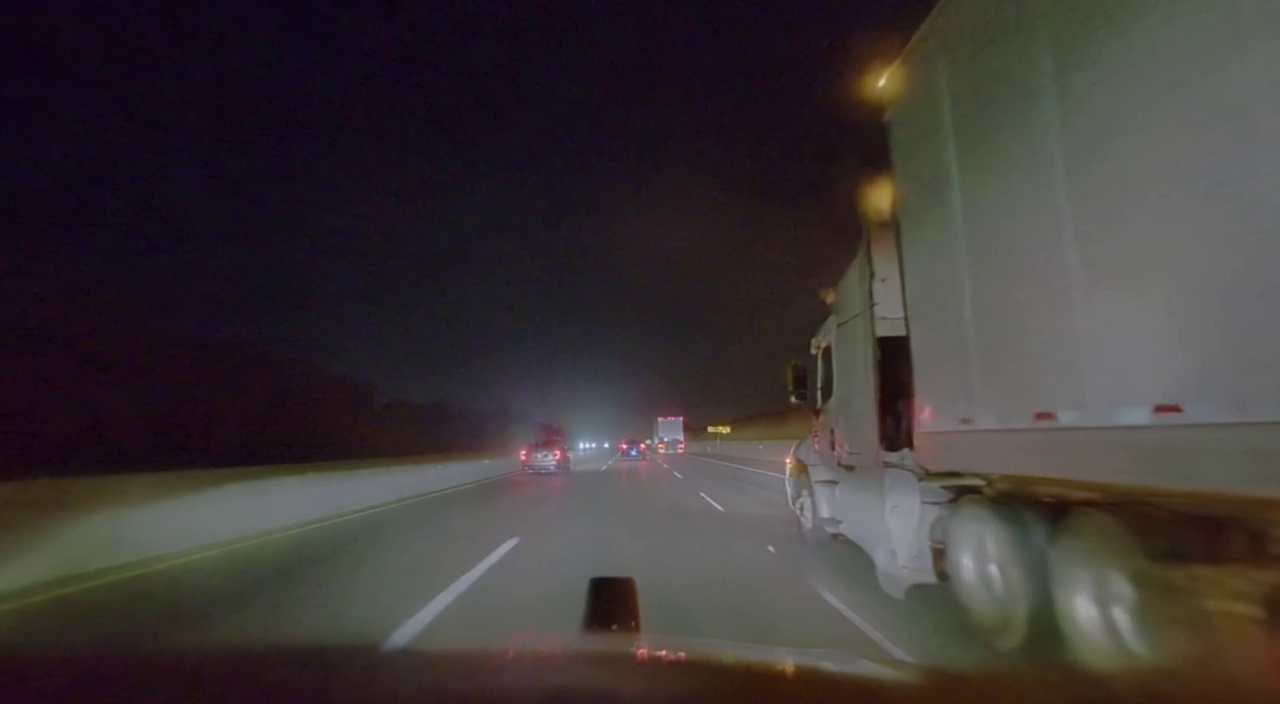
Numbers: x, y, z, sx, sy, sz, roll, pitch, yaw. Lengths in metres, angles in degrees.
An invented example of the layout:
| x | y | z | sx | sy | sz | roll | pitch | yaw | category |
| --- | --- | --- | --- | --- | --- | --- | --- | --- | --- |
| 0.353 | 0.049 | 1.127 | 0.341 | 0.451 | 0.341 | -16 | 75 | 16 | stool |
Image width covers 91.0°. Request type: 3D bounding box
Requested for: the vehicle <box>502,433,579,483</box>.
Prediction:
| x | y | z | sx | sy | sz | roll | pitch | yaw | category |
| --- | --- | --- | --- | --- | --- | --- | --- | --- | --- |
| -3.802 | 4.133 | 24.906 | 2.326 | 1.761 | 4.450 | -1 | -8 | 0 | vehicle |

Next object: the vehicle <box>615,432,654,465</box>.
| x | y | z | sx | sy | sz | roll | pitch | yaw | category |
| --- | --- | --- | --- | --- | --- | --- | --- | --- | --- |
| -0.407 | 6.453 | 42.190 | 2.456 | 2.007 | 4.728 | 0 | -8 | -2 | vehicle |
